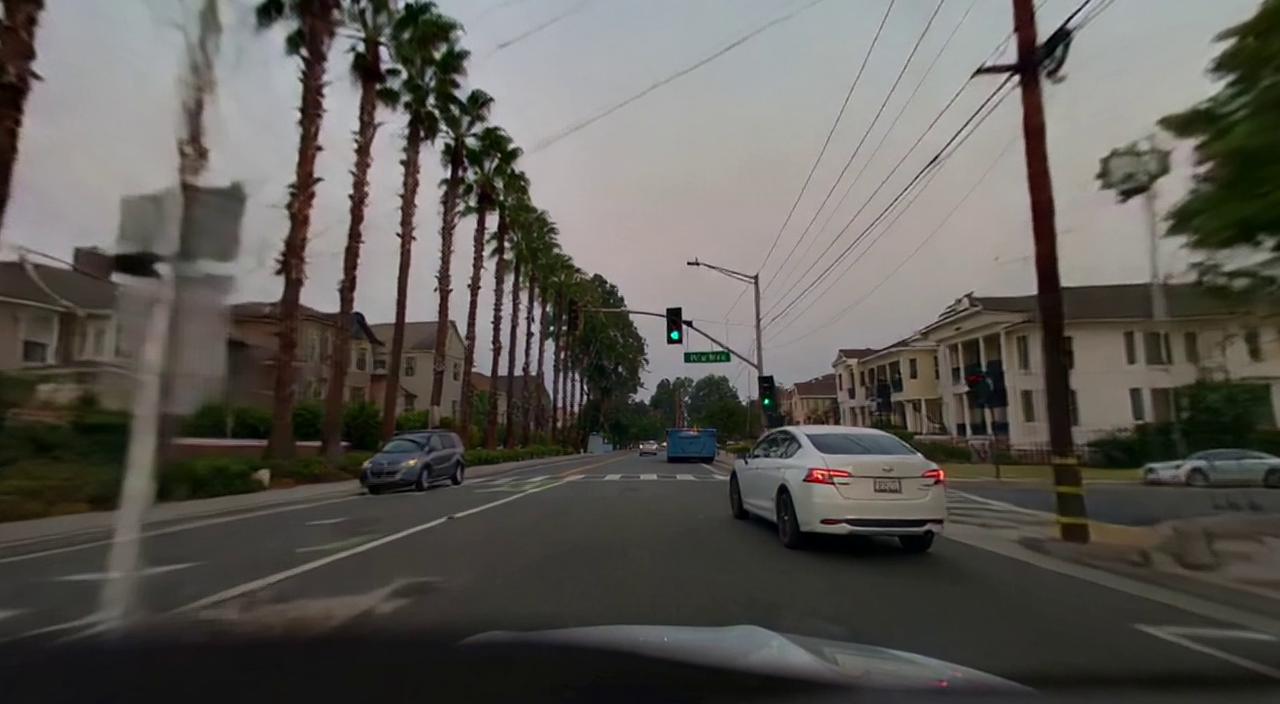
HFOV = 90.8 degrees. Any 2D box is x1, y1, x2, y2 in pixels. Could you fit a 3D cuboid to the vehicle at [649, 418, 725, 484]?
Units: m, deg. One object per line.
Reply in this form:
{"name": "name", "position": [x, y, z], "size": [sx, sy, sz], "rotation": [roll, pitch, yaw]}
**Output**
{"name": "vehicle", "position": [1.453, 3.323, 21.400], "size": [2.109, 2.002, 4.424], "rotation": [0, -8, -2]}

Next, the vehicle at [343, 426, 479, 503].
{"name": "vehicle", "position": [-6.532, 3.179, 18.617], "size": [2.069, 1.820, 4.388], "rotation": [-3, -6, 5]}

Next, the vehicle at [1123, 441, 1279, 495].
{"name": "vehicle", "position": [18.267, 3.587, 19.818], "size": [4.421, 1.502, 2.161], "rotation": [-1, -8, -1]}

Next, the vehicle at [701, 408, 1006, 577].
{"name": "vehicle", "position": [2.236, 1.646, 8.230], "size": [2.096, 1.552, 4.519], "rotation": [1, -8, -5]}
